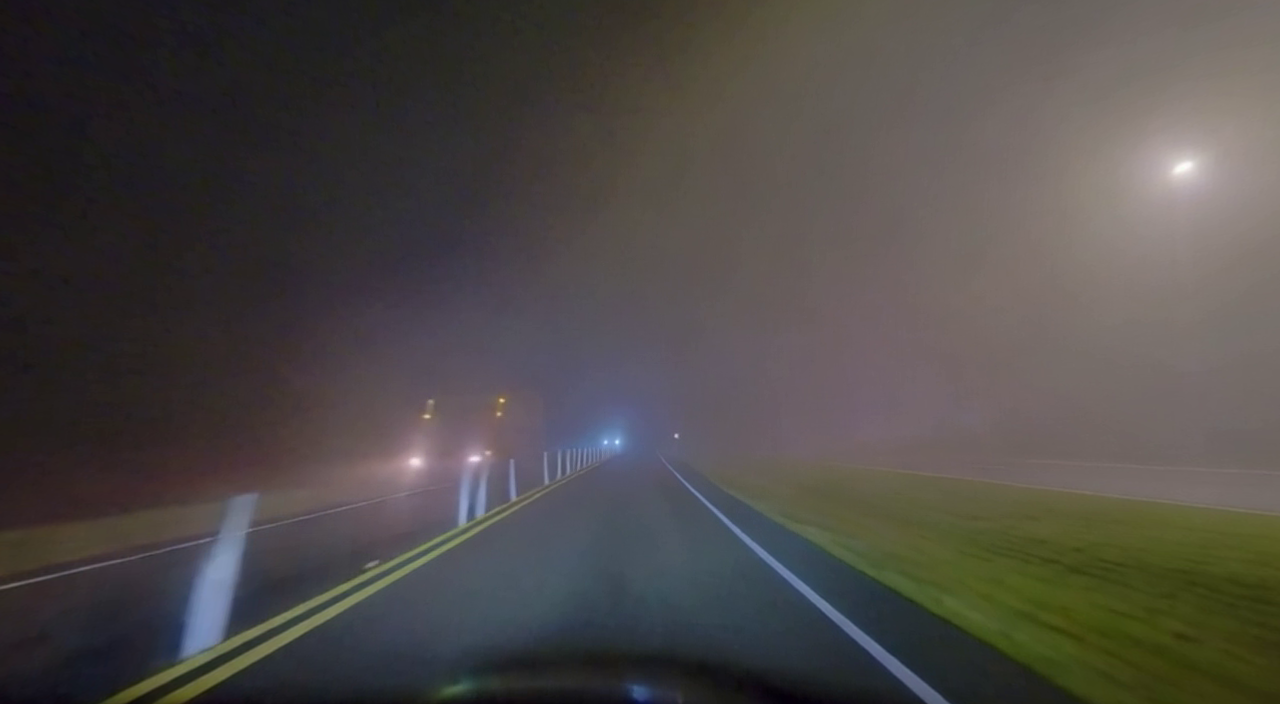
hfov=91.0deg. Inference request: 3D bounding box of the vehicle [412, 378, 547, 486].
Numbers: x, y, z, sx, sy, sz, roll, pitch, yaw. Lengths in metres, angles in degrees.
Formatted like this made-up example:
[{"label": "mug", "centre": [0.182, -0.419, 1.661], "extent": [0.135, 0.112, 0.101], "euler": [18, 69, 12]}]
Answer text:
[{"label": "vehicle", "centre": [-5.815, 3.216, 24.734], "extent": [2.751, 3.436, 8.990], "euler": [-1, -8, 1]}]
